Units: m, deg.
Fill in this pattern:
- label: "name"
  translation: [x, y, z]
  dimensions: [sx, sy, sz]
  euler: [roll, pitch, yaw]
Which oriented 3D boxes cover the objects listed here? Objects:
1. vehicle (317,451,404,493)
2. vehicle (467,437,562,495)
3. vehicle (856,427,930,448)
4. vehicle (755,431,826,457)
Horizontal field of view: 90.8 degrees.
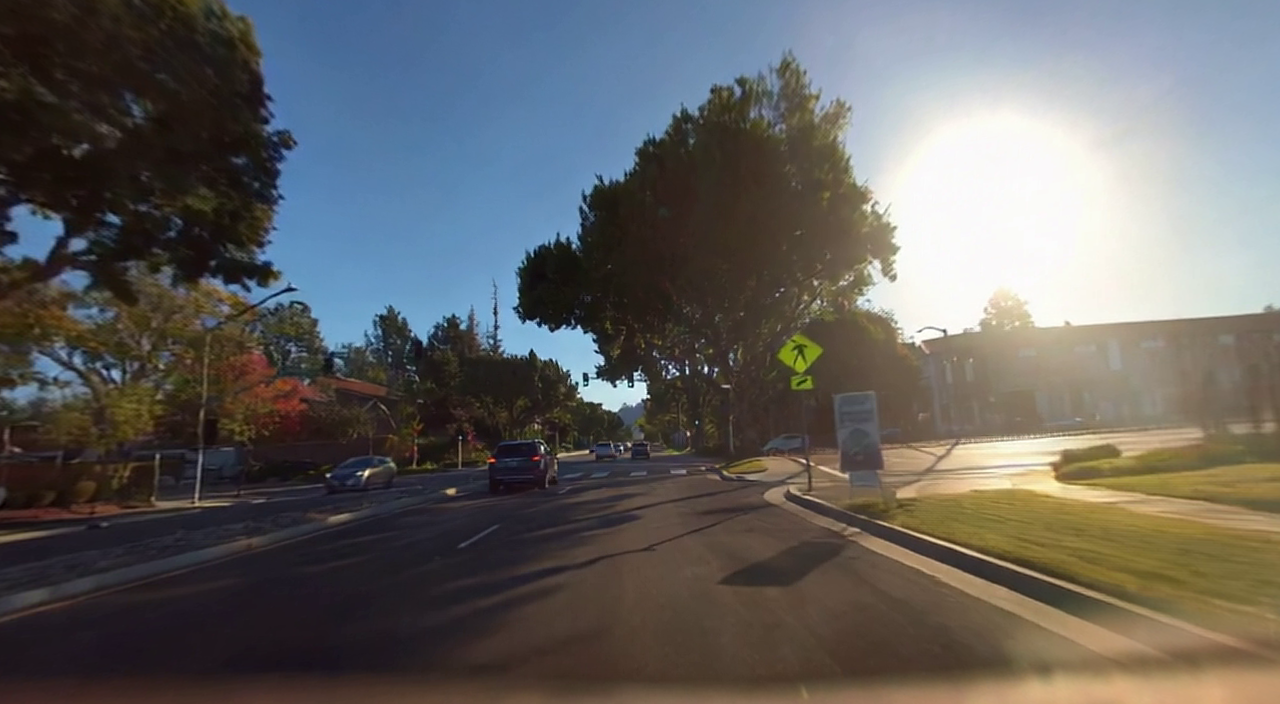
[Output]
- label: "vehicle"
  translation: [-13.894, 5.953, 31.792]
  dimensions: [2.140, 1.824, 4.913]
  euler: [-2, -8, 0]
- label: "vehicle"
  translation: [-4.011, 3.727, 21.133]
  dimensions: [2.169, 1.706, 4.638]
  euler: [-1, -8, 1]
- label: "vehicle"
  translation: [19.744, 6.719, 49.508]
  dimensions: [4.954, 1.458, 1.951]
  euler: [1, -9, 2]
- label: "vehicle"
  translation: [11.089, 6.825, 46.861]
  dimensions: [4.817, 1.789, 2.010]
  euler: [-1, -9, 6]
